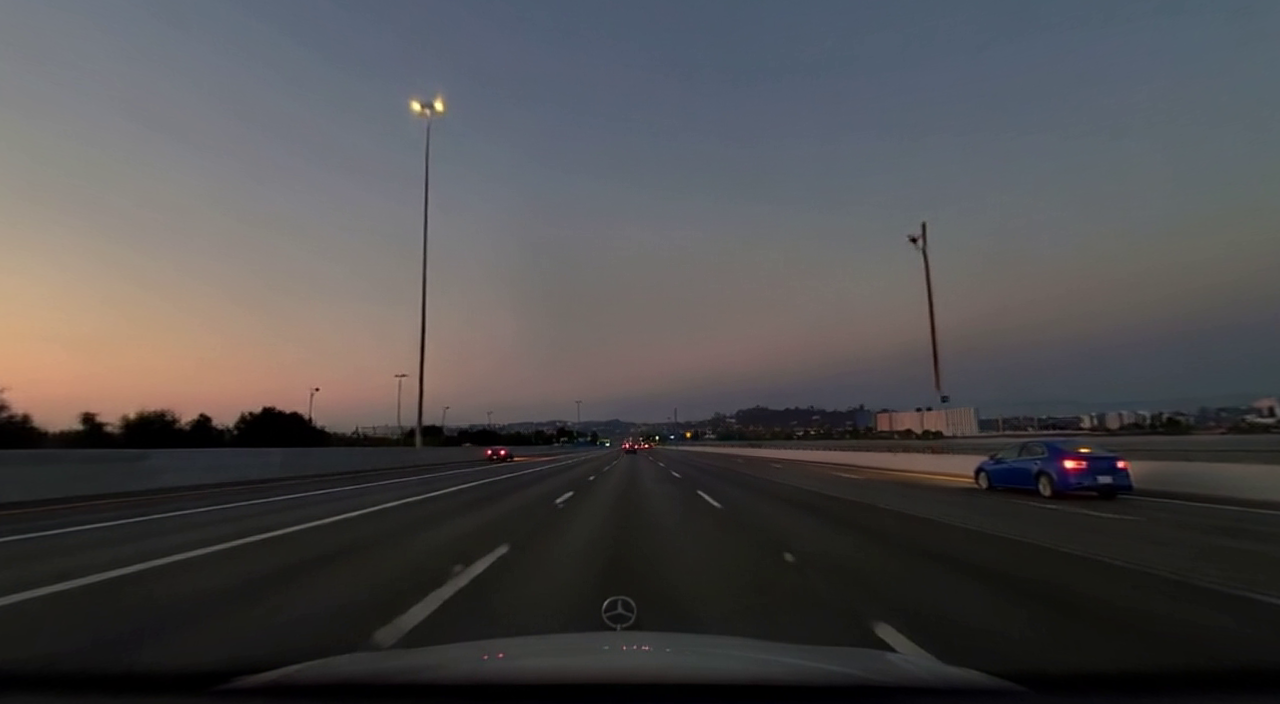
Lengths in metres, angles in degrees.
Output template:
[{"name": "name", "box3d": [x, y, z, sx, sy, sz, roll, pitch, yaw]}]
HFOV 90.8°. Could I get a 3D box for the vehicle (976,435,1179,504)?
[{"name": "vehicle", "box3d": [10.958, 2.954, 16.362, 1.985, 1.493, 4.486, 0, -8, -1]}]
